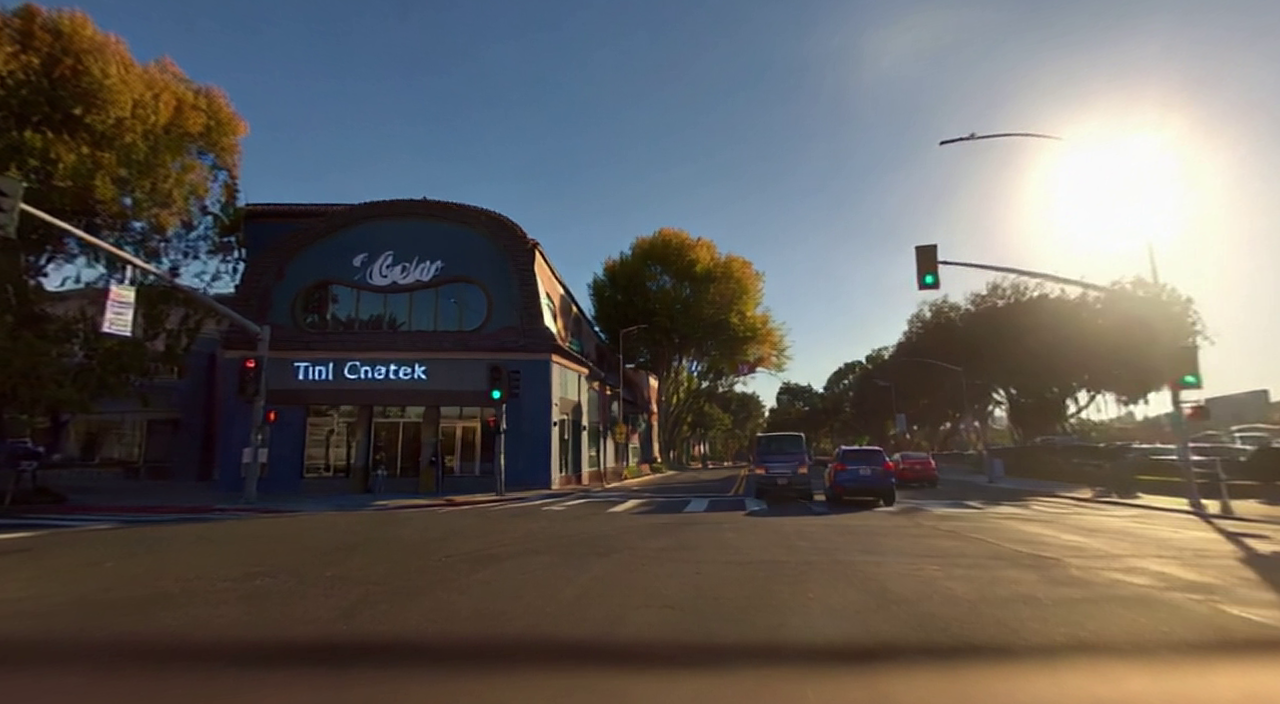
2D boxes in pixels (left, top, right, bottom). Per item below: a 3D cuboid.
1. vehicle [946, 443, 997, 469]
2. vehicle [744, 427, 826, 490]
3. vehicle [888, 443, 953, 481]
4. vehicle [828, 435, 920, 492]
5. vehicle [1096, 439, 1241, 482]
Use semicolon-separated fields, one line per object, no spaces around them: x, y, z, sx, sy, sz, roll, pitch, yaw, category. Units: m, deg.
23.257;7.281;44.383;1.886;1.687;4.268;-2;-8;10;vehicle
5.002;3.727;22.526;2.390;1.948;5.344;-1;-8;9;vehicle
13.230;5.166;29.990;1.792;1.682;4.089;-1;-8;9;vehicle
7.907;3.771;21.807;2.048;1.725;4.754;-1;-8;9;vehicle
21.365;4.380;25.711;1.924;1.579;4.084;2;-8;-12;vehicle
